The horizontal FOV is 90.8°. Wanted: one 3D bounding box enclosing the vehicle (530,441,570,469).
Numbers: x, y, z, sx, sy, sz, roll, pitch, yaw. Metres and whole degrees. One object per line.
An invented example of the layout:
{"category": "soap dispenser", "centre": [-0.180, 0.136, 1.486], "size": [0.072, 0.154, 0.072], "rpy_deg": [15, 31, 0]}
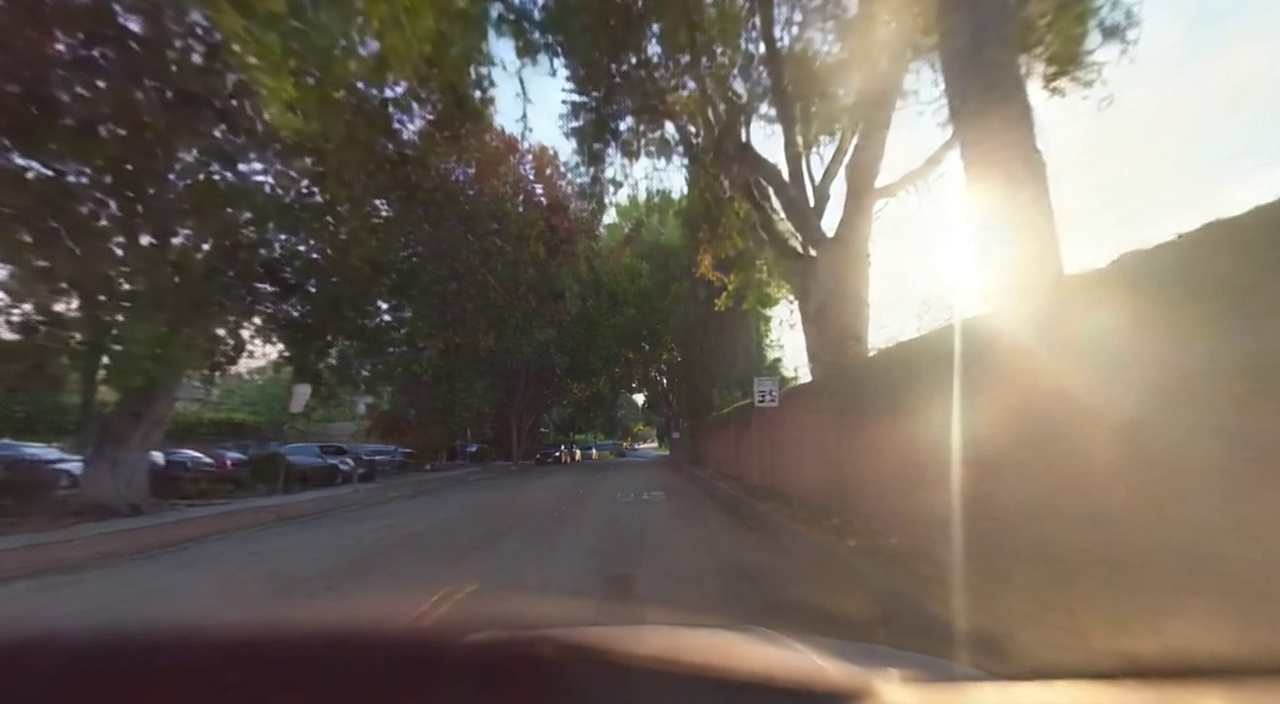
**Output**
{"category": "vehicle", "centre": [-6.592, 7.584, 46.893], "size": [2.109, 1.847, 5.553], "rpy_deg": [0, -7, 0]}

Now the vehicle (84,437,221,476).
{"category": "vehicle", "centre": [-26.133, 5.581, 34.027], "size": [5.348, 1.967, 2.358], "rpy_deg": [0, -8, 0]}

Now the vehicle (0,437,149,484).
{"category": "vehicle", "centre": [-25.549, 4.839, 28.434], "size": [5.181, 1.935, 2.056], "rpy_deg": [0, -8, 4]}

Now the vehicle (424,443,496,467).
{"category": "vehicle", "centre": [-14.092, 8.099, 49.672], "size": [4.991, 1.692, 1.960], "rpy_deg": [2, -8, -2]}

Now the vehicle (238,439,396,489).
{"category": "vehicle", "centre": [-13.518, 4.689, 26.746], "size": [5.428, 1.908, 2.196], "rpy_deg": [1, -8, 0]}
